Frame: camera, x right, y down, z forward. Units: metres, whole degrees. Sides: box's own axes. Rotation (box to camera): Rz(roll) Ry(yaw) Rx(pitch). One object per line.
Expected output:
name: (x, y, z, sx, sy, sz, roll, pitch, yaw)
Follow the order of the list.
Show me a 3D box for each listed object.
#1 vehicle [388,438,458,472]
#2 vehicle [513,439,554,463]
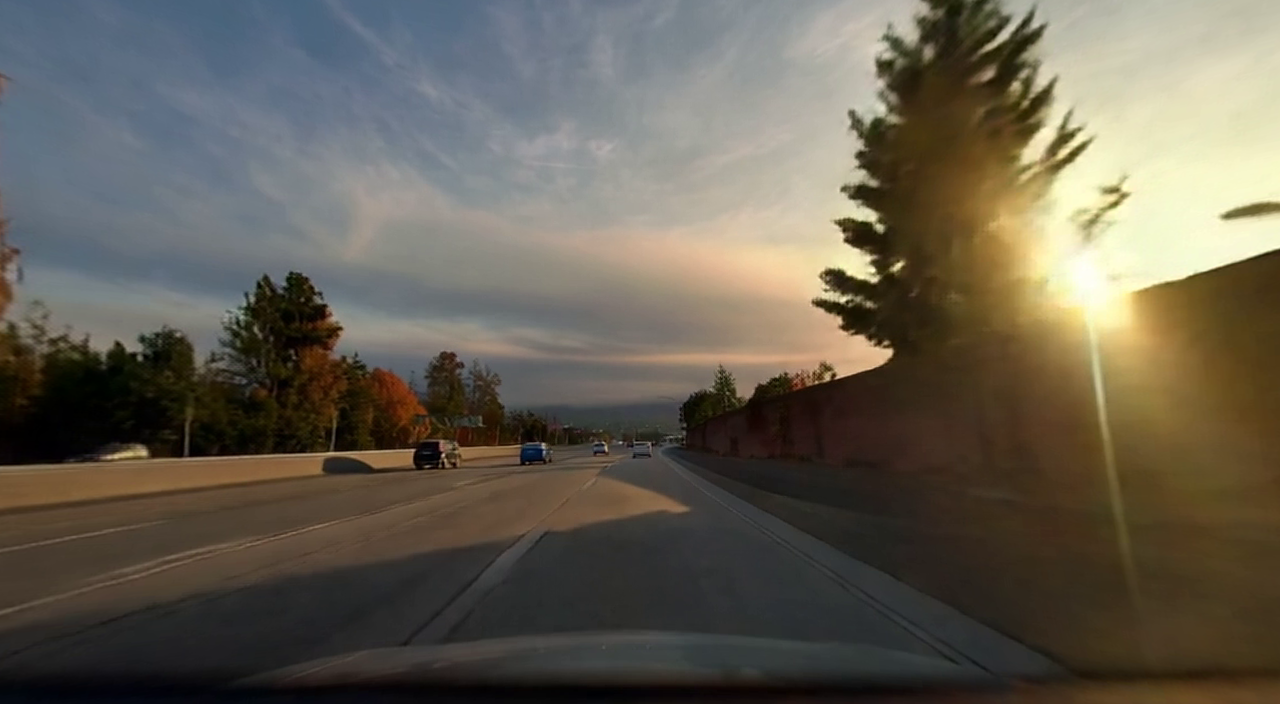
vehicle: (-11.332, 5.414, 33.288, 2.025, 1.618, 4.683, 0, -9, 0)
vehicle: (-7.856, 7.388, 46.984, 2.151, 1.707, 4.759, 0, -8, 1)
